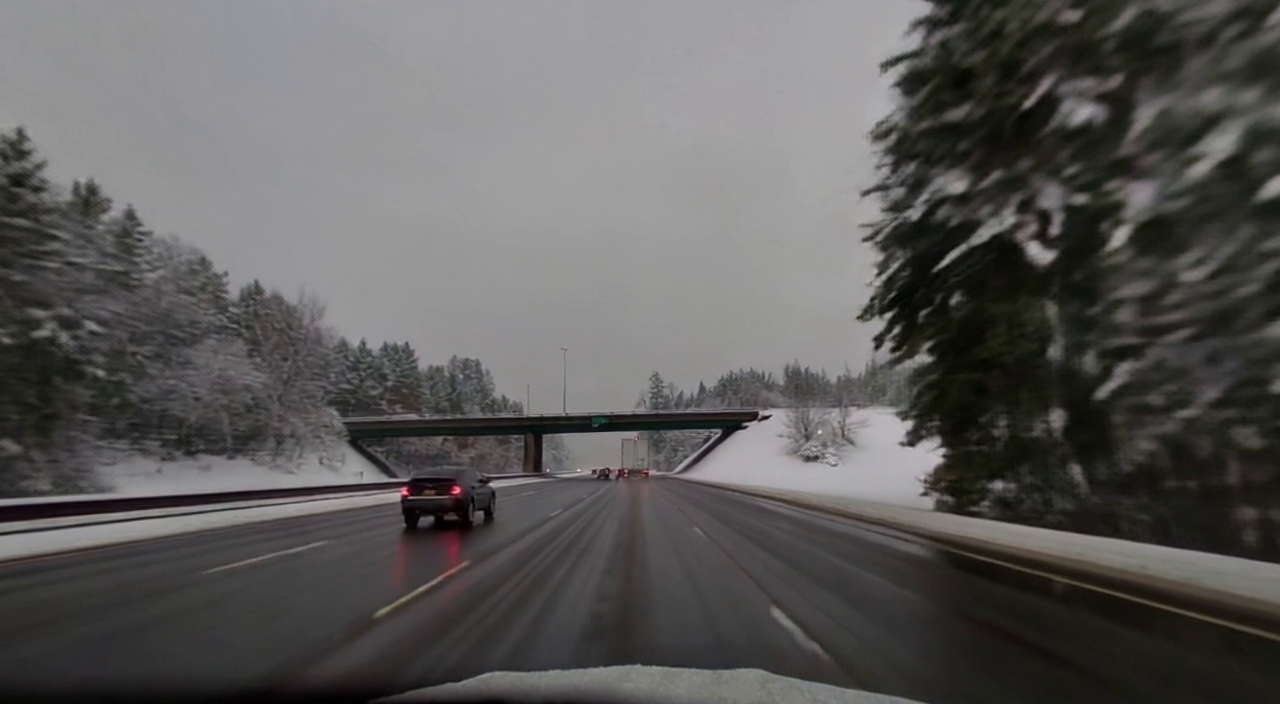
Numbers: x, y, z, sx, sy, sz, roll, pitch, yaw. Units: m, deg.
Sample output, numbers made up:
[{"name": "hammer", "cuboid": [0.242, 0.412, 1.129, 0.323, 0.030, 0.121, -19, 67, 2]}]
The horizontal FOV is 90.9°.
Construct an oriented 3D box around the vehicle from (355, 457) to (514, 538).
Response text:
[{"name": "vehicle", "cuboid": [-4.333, 3.182, 14.262, 1.950, 1.460, 4.812, 1, -11, 0]}]
